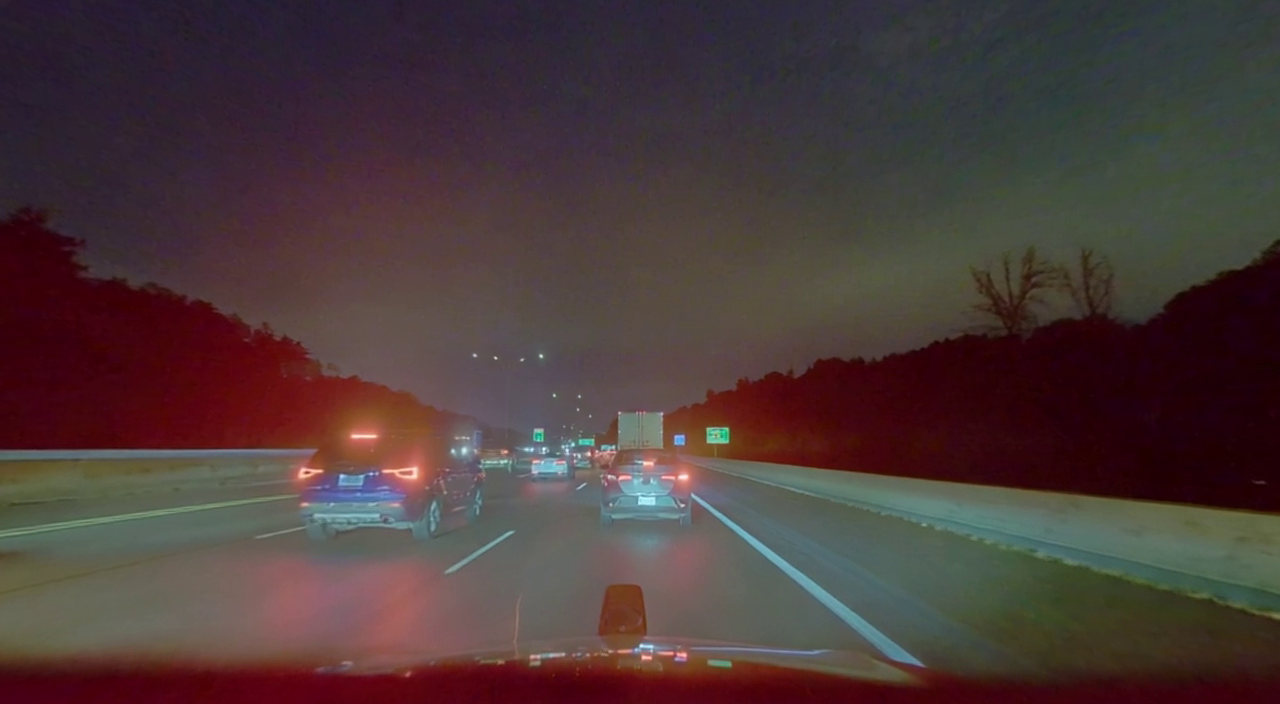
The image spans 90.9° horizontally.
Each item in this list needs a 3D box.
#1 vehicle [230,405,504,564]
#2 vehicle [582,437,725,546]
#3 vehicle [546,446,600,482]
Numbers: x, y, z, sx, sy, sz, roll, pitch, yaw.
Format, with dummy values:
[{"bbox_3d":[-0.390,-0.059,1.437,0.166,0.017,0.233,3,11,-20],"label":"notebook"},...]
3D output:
[{"bbox_3d":[-3.689,1.917,9.753,2.051,1.829,4.736,0,-9,1],"label":"vehicle"},{"bbox_3d":[0.177,2.233,10.595,1.995,1.495,3.380,0,-9,0],"label":"vehicle"},{"bbox_3d":[-2.867,4.930,27.882,1.998,1.466,3.684,0,-9,0],"label":"vehicle"}]
